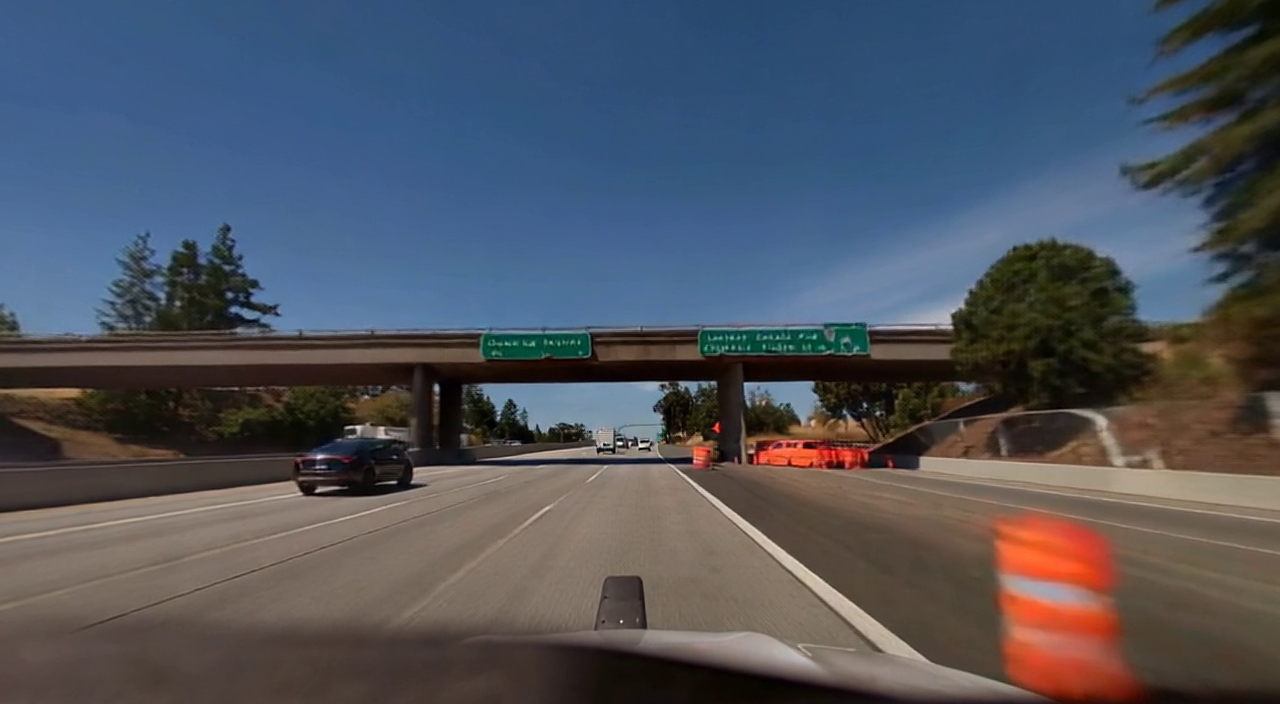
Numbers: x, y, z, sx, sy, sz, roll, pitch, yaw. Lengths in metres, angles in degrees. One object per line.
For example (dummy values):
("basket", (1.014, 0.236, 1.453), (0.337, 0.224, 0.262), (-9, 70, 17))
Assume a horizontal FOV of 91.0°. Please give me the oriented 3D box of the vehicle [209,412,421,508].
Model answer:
("vehicle", (-6.984, 2.392, 14.360), (2.103, 1.775, 4.966), (0, -8, 1))
